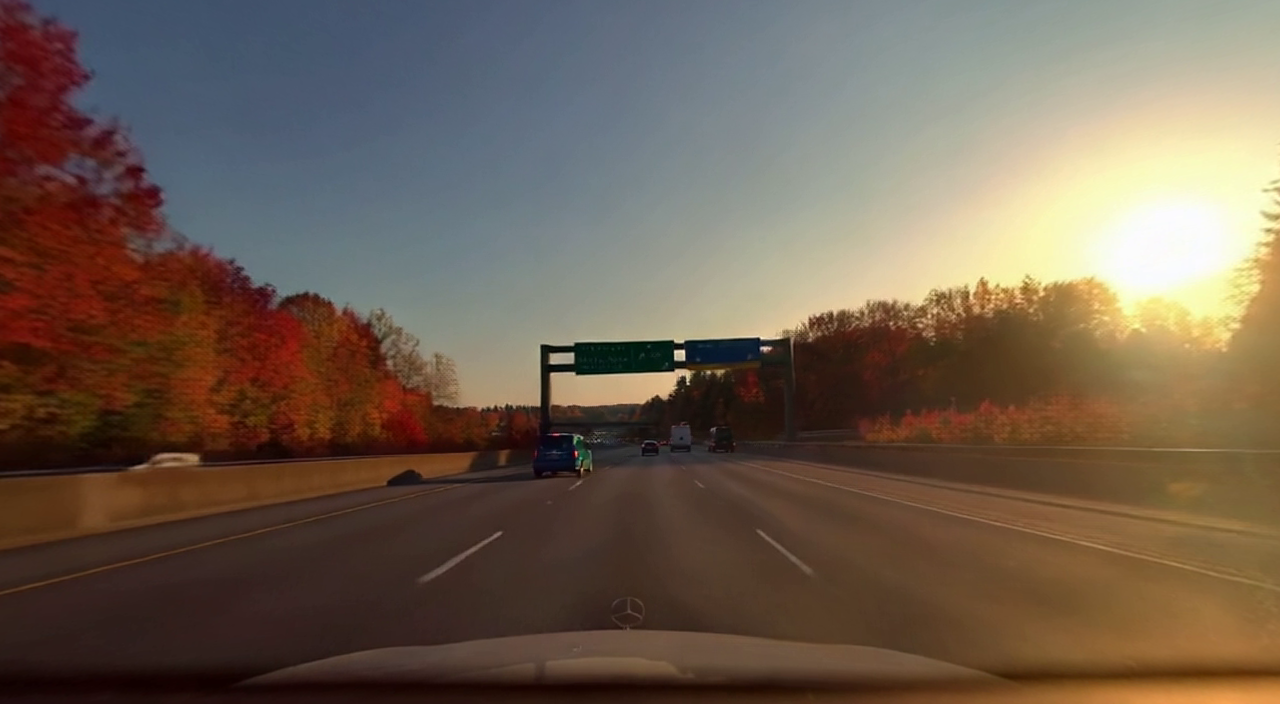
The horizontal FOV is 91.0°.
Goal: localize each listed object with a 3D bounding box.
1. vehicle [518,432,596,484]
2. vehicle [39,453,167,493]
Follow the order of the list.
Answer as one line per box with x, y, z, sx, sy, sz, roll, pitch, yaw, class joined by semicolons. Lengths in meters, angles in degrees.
-2.920;3.857;23.269;2.177;1.707;4.432;0;-8;1;vehicle
-23.147;5.200;27.348;1.803;1.487;4.200;0;-8;1;vehicle
